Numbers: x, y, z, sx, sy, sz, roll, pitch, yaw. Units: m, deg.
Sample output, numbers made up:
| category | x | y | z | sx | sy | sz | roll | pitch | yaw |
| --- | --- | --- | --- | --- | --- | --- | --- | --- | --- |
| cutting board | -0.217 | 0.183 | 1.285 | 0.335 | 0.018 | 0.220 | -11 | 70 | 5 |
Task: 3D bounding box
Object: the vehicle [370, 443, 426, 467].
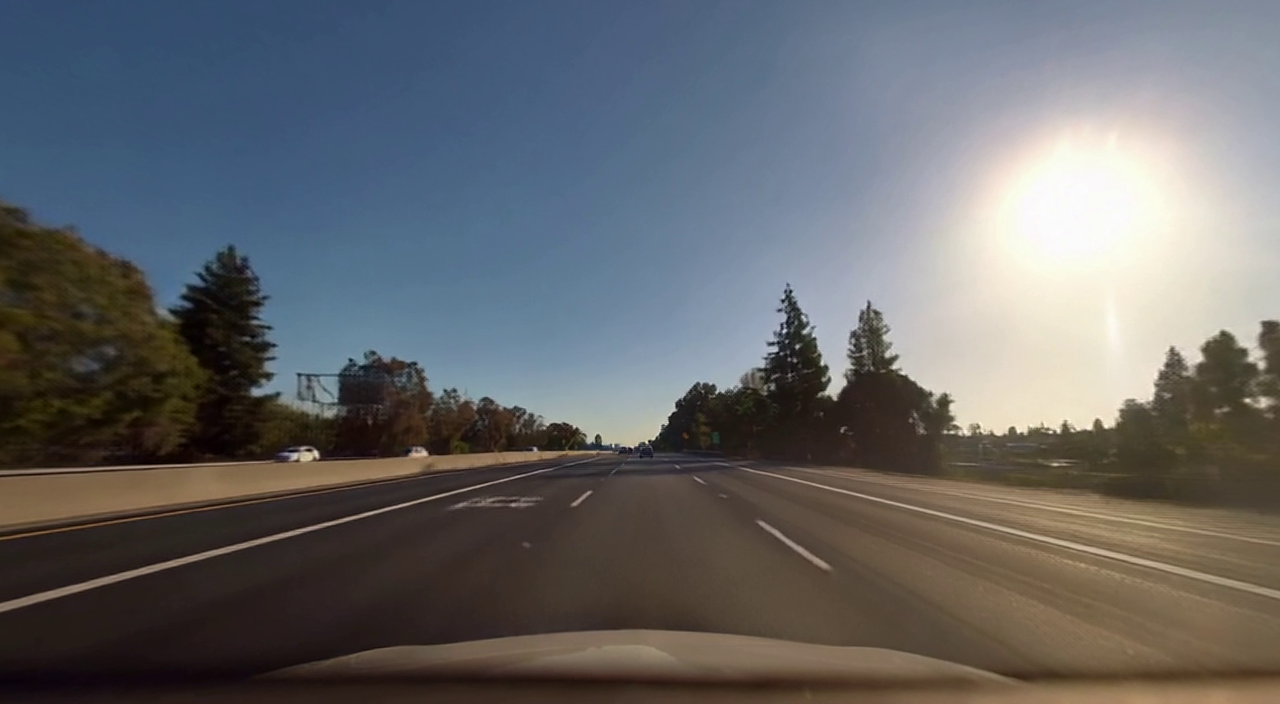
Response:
| category | x | y | z | sx | sy | sz | roll | pitch | yaw |
| --- | --- | --- | --- | --- | --- | --- | --- | --- | --- |
| vehicle | -17.249 | 7.381 | 45.265 | 2.062 | 1.597 | 4.765 | 0 | -9 | 1 |
